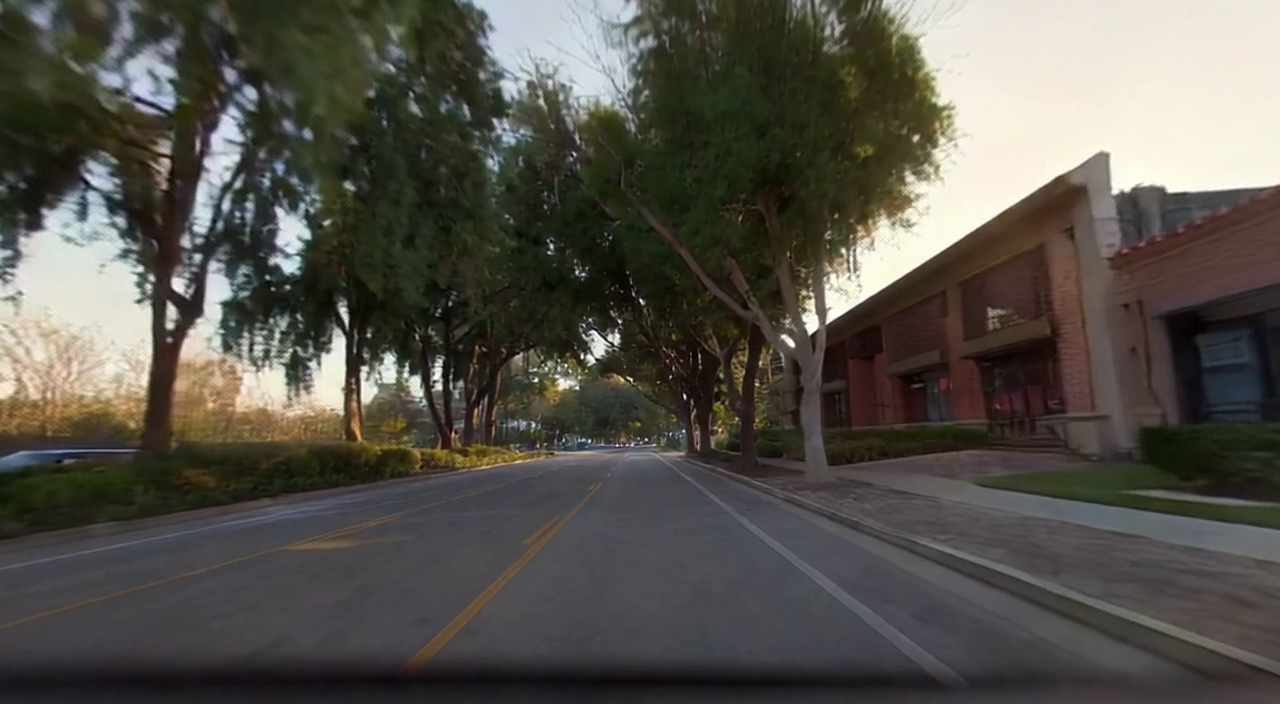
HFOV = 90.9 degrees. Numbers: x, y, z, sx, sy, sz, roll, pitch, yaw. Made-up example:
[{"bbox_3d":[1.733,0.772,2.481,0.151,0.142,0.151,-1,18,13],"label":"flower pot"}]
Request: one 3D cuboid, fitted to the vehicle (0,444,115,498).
[{"bbox_3d":[-19.435,3.637,19.451,4.606,1.544,1.965,0,-8,-1],"label":"vehicle"}]
